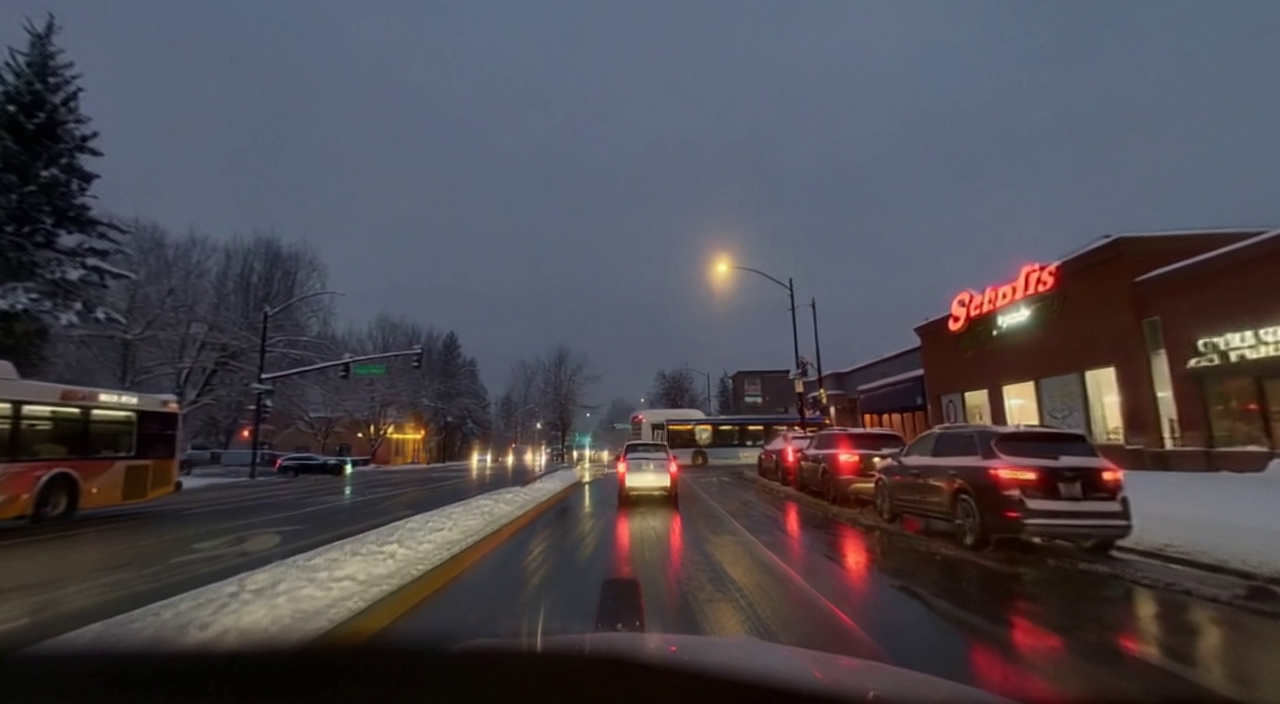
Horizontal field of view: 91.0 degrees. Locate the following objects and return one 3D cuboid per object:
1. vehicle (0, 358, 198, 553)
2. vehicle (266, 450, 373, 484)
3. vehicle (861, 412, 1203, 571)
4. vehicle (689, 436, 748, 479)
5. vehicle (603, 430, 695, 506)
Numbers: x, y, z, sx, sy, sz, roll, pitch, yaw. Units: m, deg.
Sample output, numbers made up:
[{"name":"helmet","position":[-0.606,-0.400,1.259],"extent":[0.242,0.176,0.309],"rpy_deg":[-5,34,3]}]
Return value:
[{"name":"vehicle","position":[-12.875,1.570,9.429],"extent":[3.356,3.365,12.460],"rpy_deg":[0,-9,1]},{"name":"vehicle","position":[-18.397,6.583,36.213],"extent":[5.016,1.792,2.250],"rpy_deg":[-1,-9,10]},{"name":"vehicle","position":[4.963,1.824,8.958],"extent":[2.014,1.681,4.332],"rpy_deg":[0,-9,-1]},{"name":"vehicle","position":[3.303,4.506,27.190],"extent":[2.222,1.688,3.952],"rpy_deg":[0,-9,3]},{"name":"vehicle","position":[0.175,3.020,16.806],"extent":[2.089,1.699,4.650],"rpy_deg":[0,-9,-1]}]
